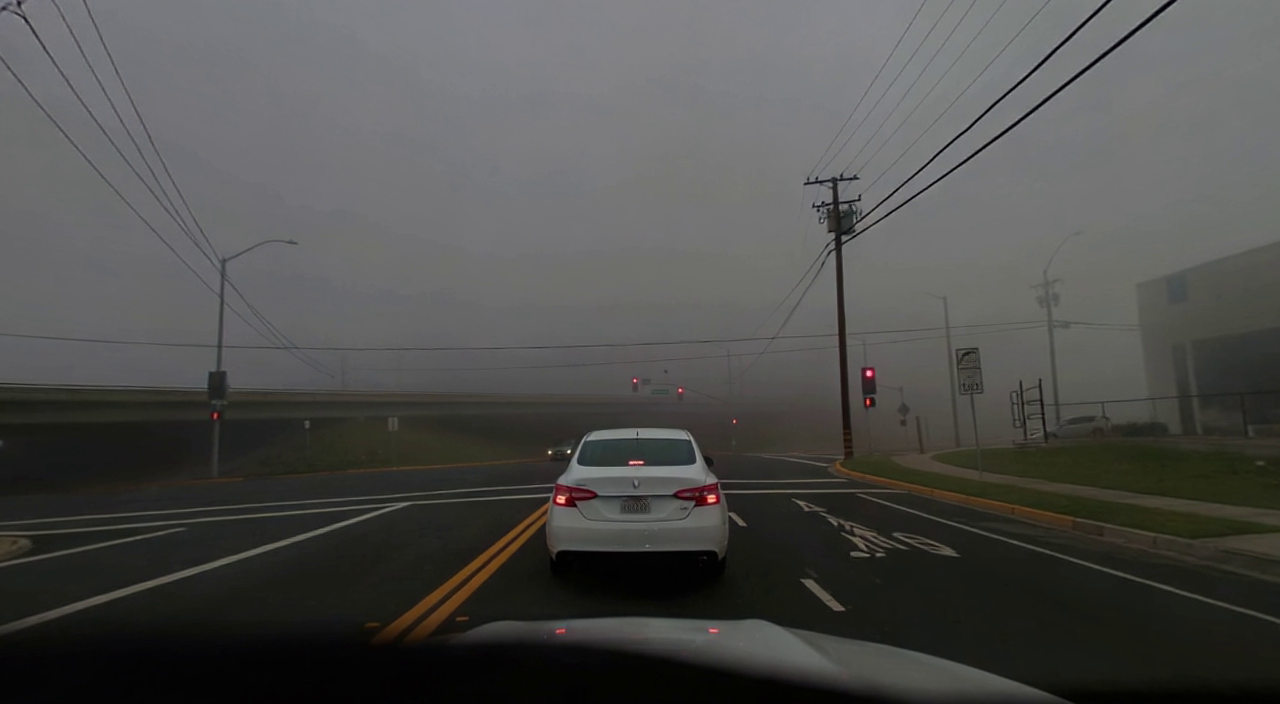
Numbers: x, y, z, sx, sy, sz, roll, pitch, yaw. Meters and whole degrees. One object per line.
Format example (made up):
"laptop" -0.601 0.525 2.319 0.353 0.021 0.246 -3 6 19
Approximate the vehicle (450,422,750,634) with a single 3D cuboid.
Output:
"vehicle" -0.244 1.534 6.475 2.090 1.458 4.033 -1 -9 1
